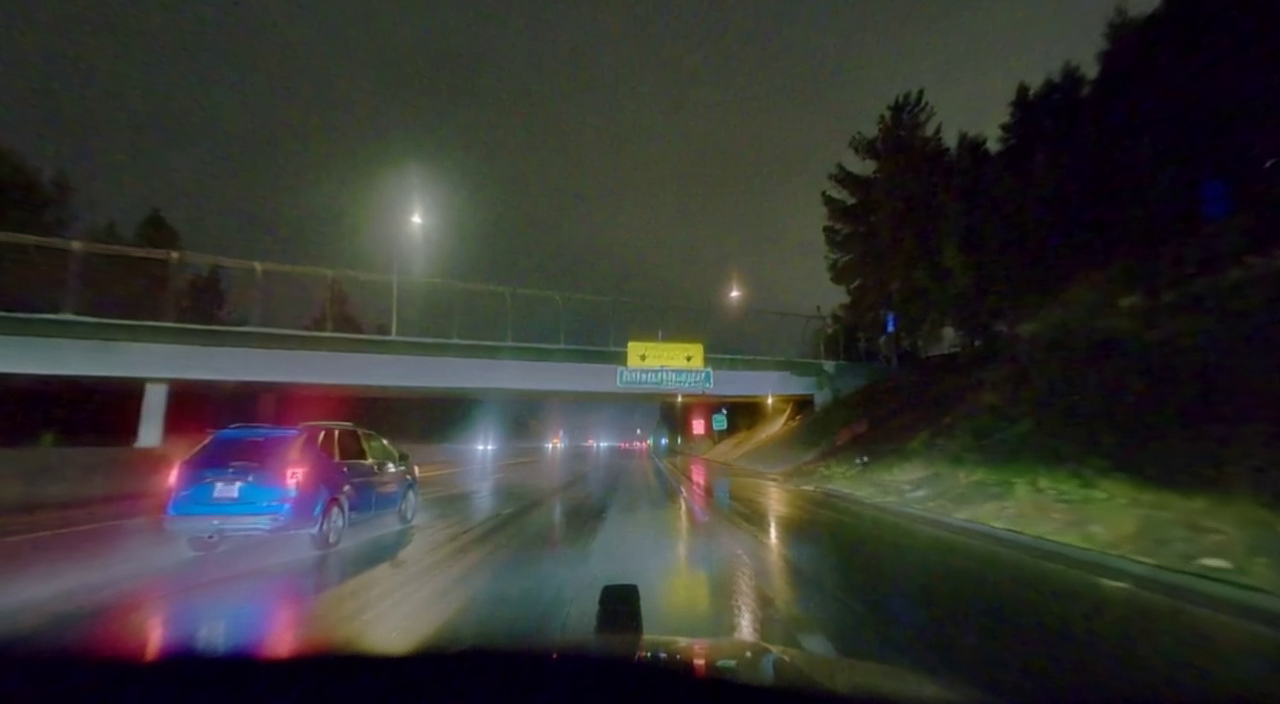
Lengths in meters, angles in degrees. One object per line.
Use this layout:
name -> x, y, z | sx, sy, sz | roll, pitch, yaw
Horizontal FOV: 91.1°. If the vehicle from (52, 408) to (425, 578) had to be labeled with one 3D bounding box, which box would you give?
vehicle -> -4.734, 1.703, 8.448 | 2.125, 1.662, 4.336 | 0, -8, 0
